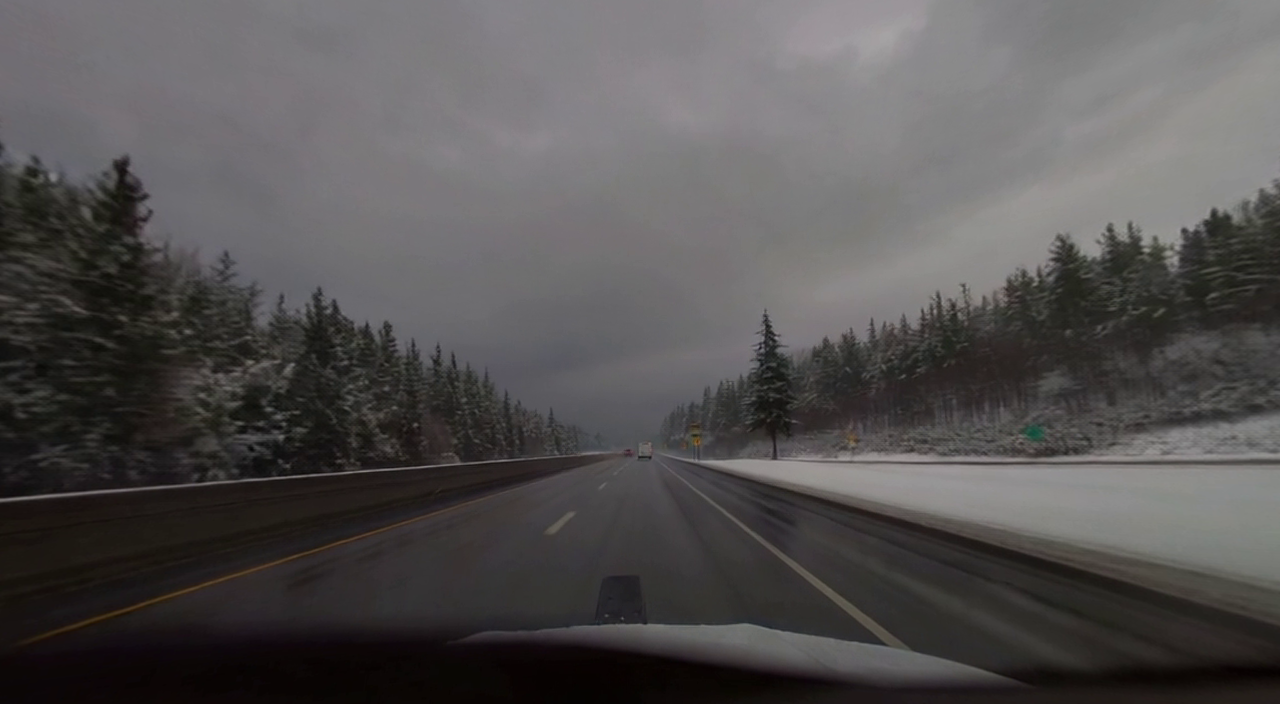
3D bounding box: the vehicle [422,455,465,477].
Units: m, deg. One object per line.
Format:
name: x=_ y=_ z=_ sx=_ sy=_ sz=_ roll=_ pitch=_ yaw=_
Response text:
vehicle: x=-14.786 y=8.579 z=47.599 sx=1.831 sy=1.543 sz=4.034 roll=0 pitch=-9 yaw=2
